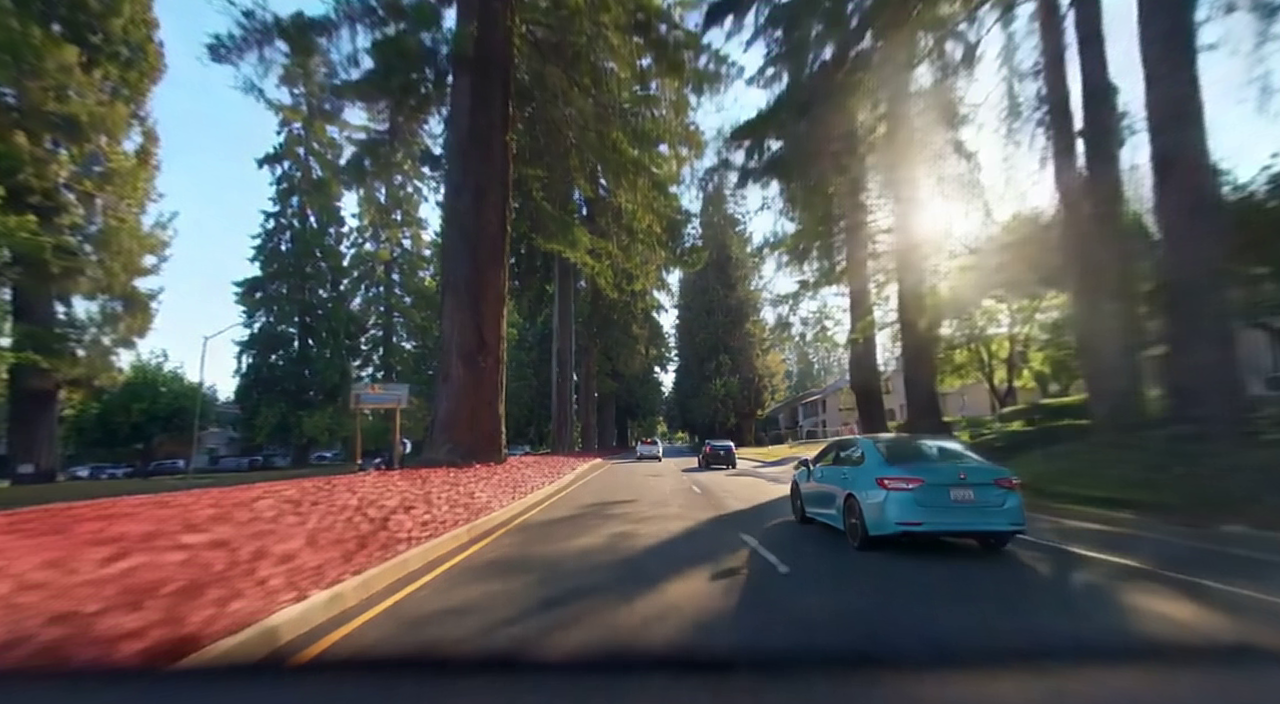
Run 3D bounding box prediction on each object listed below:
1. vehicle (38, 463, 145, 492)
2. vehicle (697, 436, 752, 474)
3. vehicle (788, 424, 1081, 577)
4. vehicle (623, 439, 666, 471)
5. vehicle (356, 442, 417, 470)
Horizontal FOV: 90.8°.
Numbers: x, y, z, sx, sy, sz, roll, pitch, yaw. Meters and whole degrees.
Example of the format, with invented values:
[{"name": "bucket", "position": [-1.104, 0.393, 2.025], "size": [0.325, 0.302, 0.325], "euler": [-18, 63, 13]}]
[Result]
[{"name": "vehicle", "position": [-31.200, 7.120, 36.005], "size": [4.279, 1.464, 1.985], "euler": [0, -8, 2]}, {"name": "vehicle", "position": [3.979, 4.937, 30.487], "size": [2.074, 1.652, 4.340], "euler": [0, -8, 0]}, {"name": "vehicle", "position": [3.507, 1.826, 8.596], "size": [1.985, 1.529, 4.147], "euler": [0, -8, 0]}, {"name": "vehicle", "position": [0.244, 5.282, 32.601], "size": [2.082, 1.473, 4.028], "euler": [0, -8, 1]}, {"name": "vehicle", "position": [-17.886, 7.338, 44.868], "size": [2.085, 1.794, 4.776], "euler": [0, -8, 3]}]
